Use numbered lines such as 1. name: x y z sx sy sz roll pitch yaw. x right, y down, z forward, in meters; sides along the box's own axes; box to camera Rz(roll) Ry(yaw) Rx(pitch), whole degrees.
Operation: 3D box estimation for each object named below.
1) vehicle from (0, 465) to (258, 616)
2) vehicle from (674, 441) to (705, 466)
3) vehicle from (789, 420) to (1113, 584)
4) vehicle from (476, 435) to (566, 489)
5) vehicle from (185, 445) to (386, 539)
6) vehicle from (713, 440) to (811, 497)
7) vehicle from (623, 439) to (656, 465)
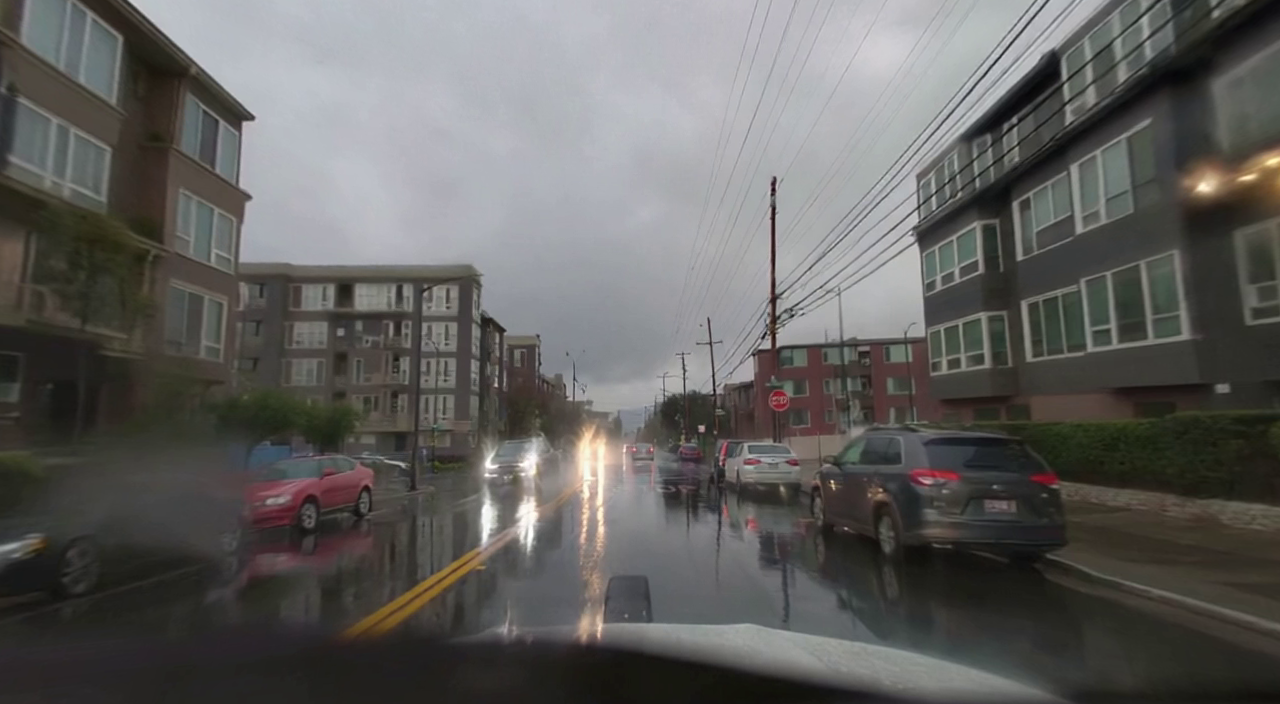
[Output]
1. vehicle: -7.571 2.324 8.560 1.953 1.417 4.449 -1 -9 1
2. vehicle: 3.854 7.954 49.689 2.164 1.721 4.416 -4 -9 1
3. vehicle: 3.750 1.889 8.872 2.040 1.637 4.734 0 -9 -1
4. vehicle: -4.307 4.079 23.677 2.452 1.778 4.634 0 -9 1
5. vehicle: -7.560 2.972 14.084 1.928 1.721 4.429 0 -9 -1
6. vehicle: 3.553 3.487 19.287 1.888 1.495 4.567 0 -9 -2
7. vehicle: -0.005 7.913 49.845 2.453 1.895 4.344 0 -9 0
